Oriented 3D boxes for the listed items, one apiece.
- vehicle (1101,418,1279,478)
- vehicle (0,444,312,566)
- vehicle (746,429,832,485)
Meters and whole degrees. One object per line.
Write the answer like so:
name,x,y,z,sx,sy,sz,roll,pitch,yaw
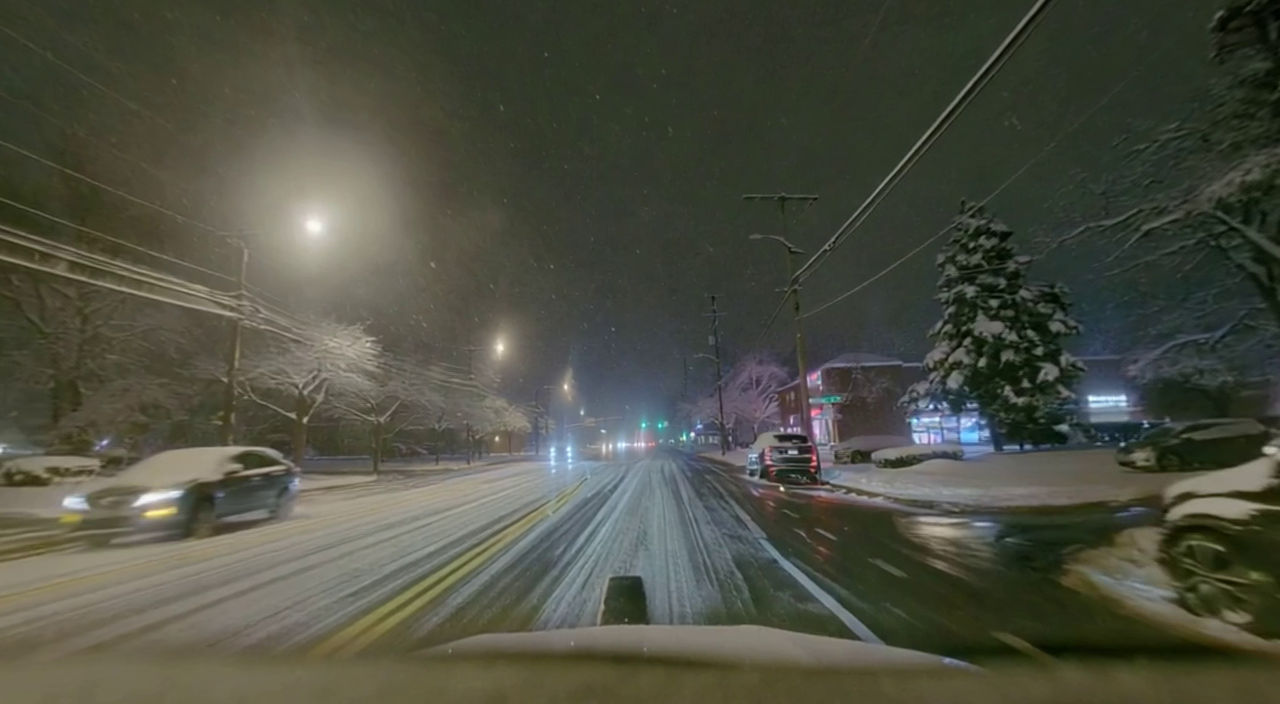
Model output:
vehicle,17.130,2.985,19.508,4.159,1.721,1.994,1,-9,-6
vehicle,-7.389,2.202,9.979,1.913,1.464,4.526,0,-8,0
vehicle,5.452,3.909,23.732,2.182,1.850,4.705,0,-9,2
